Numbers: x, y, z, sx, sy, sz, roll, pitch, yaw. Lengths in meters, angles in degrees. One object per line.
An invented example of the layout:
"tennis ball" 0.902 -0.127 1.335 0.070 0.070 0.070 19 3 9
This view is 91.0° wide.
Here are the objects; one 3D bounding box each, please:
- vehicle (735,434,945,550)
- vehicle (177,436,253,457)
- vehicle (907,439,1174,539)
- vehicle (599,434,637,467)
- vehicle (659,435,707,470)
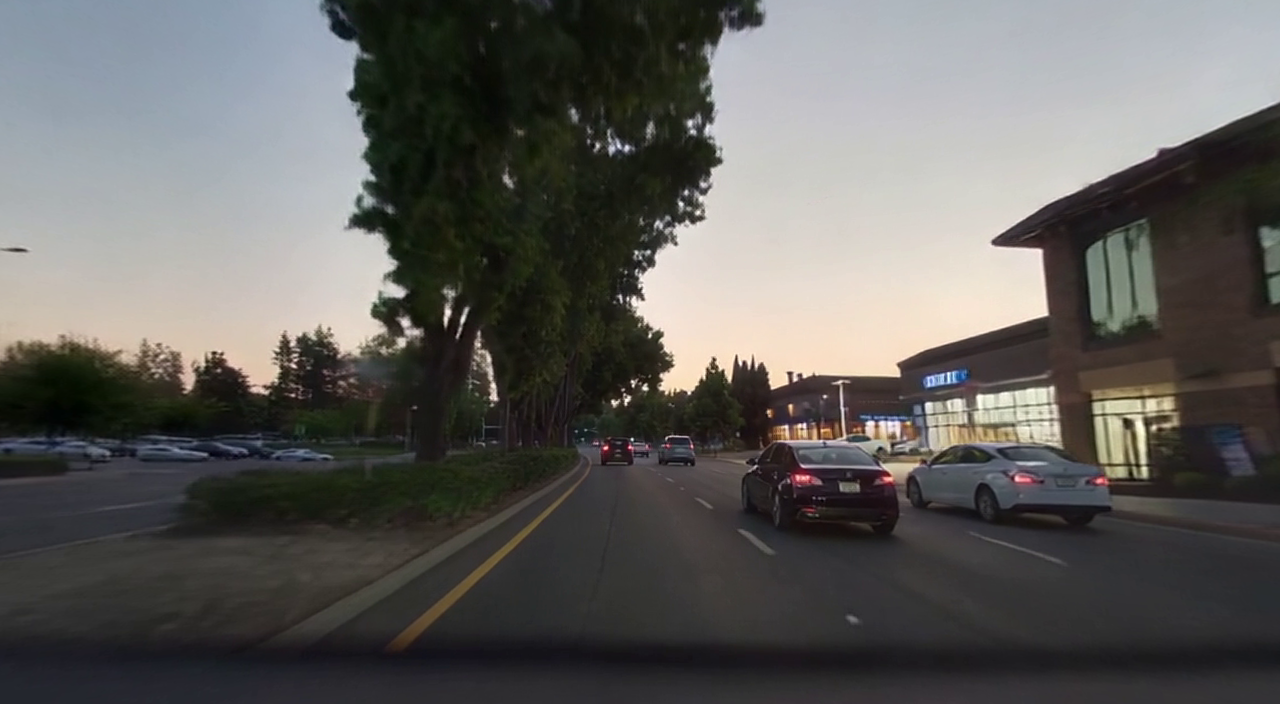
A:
"vehicle" 2.864 2.092 10.159 1.883 1.452 4.258 0 -8 -2
"vehicle" -31.346 6.975 46.476 4.040 1.501 2.088 1 -8 -5
"vehicle" 6.817 2.332 11.437 1.917 1.457 4.274 0 -8 -2
"vehicle" -1.384 5.872 37.671 2.051 1.798 4.168 1 -8 -5
"vehicle" 2.283 5.445 34.318 2.000 1.745 4.206 1 -8 -4
